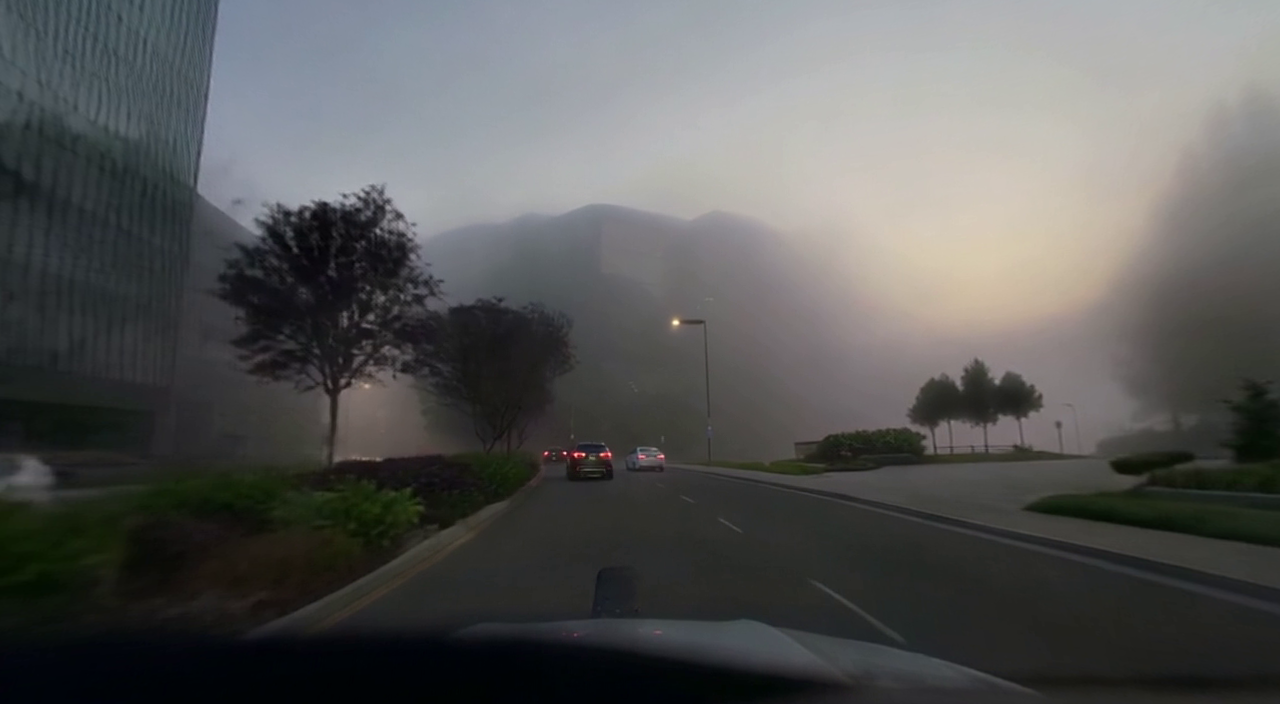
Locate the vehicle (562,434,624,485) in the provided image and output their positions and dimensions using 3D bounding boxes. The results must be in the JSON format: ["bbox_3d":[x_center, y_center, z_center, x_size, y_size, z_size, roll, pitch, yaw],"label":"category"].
[{"bbox_3d":[-1.908,4.176,24.688,2.173,1.761,4.374,1,-9,-6],"label":"vehicle"}]

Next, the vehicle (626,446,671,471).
[{"bbox_3d":[0.474,6.783,40.430,2.116,1.506,4.355,2,-9,-10],"label":"vehicle"}]
